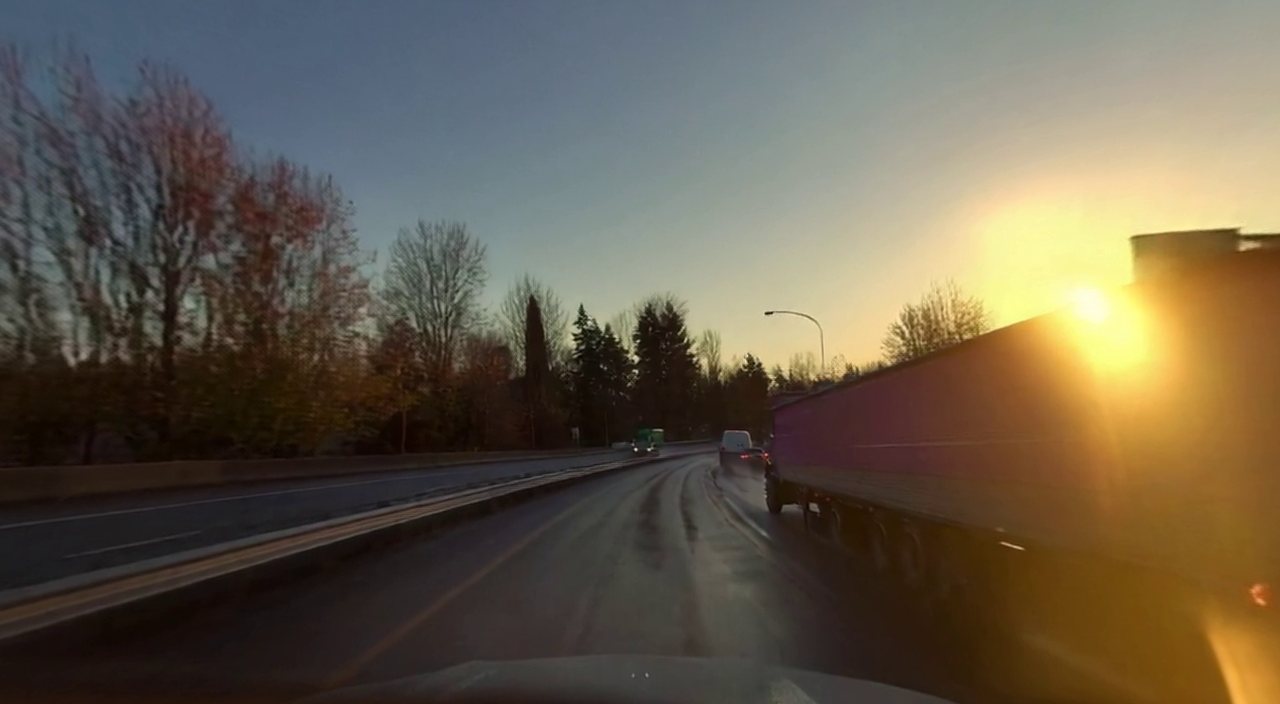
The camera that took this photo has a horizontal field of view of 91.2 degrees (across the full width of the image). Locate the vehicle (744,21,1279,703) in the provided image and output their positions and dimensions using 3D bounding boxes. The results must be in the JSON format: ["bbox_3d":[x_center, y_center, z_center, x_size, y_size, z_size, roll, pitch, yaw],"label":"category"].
[{"bbox_3d":[4.081,1.324,9.734,2.916,3.563,14.462,0,-9,2],"label":"vehicle"}]
